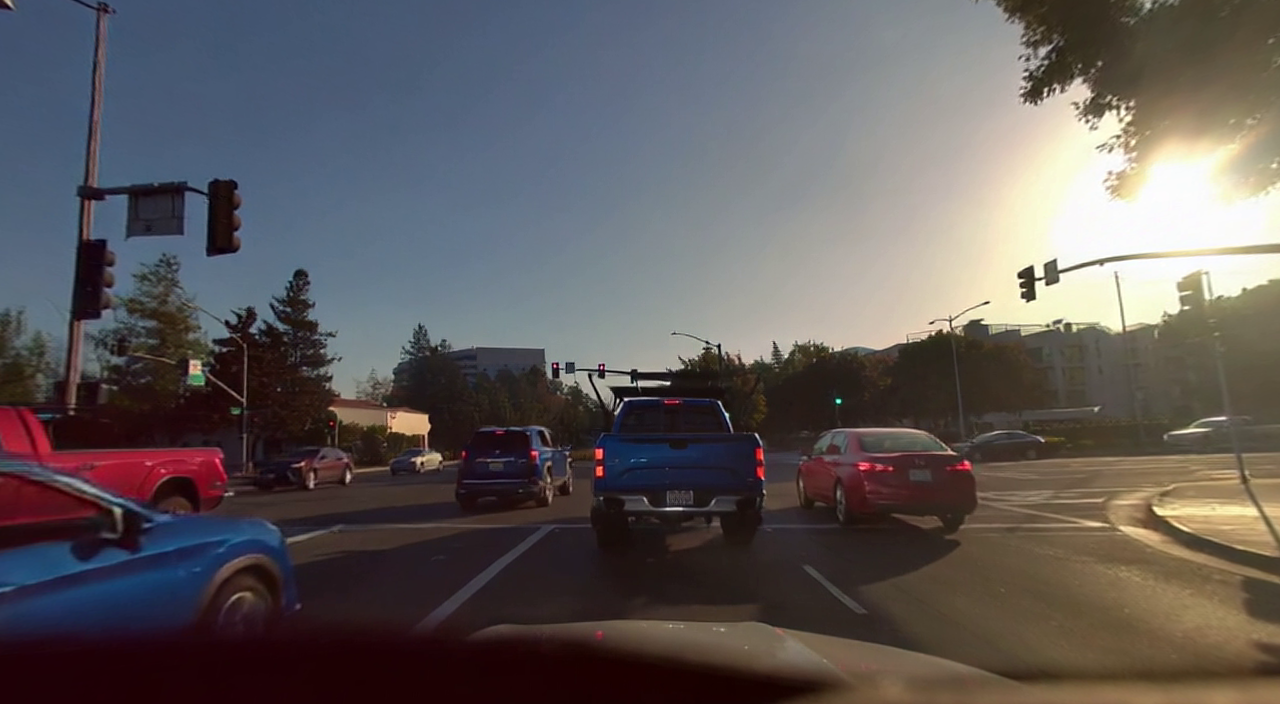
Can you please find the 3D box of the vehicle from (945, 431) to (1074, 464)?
[{"bbox_3d":[16.901,4.376,28.952,4.809,1.458,1.842,0,-8,-3],"label":"vehicle"}]

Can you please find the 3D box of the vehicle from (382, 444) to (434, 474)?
[{"bbox_3d":[-16.217,7.470,44.306,1.884,1.931,4.375,0,-8,0],"label":"vehicle"}]

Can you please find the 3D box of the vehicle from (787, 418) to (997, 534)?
[{"bbox_3d":[4.125,2.094,11.244,1.984,1.659,4.226,0,-8,0],"label":"vehicle"}]

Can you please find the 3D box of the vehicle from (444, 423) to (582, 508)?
[{"bbox_3d":[-2.871,2.712,15.522,2.125,1.739,4.707,-1,-8,4],"label":"vehicle"}]

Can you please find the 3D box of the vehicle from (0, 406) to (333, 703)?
[{"bbox_3d":[-3.353,0.951,2.351,1.998,1.481,4.656,0,-8,1],"label":"vehicle"}]

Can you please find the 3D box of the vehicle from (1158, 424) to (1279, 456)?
[{"bbox_3d":[27.779,4.175,29.897,4.681,1.458,1.908,0,-8,-1],"label":"vehicle"}]

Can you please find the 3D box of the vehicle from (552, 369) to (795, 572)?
[{"bbox_3d":[0.411,1.565,8.993,2.505,2.084,4.768,0,-8,2],"label":"vehicle"}]
